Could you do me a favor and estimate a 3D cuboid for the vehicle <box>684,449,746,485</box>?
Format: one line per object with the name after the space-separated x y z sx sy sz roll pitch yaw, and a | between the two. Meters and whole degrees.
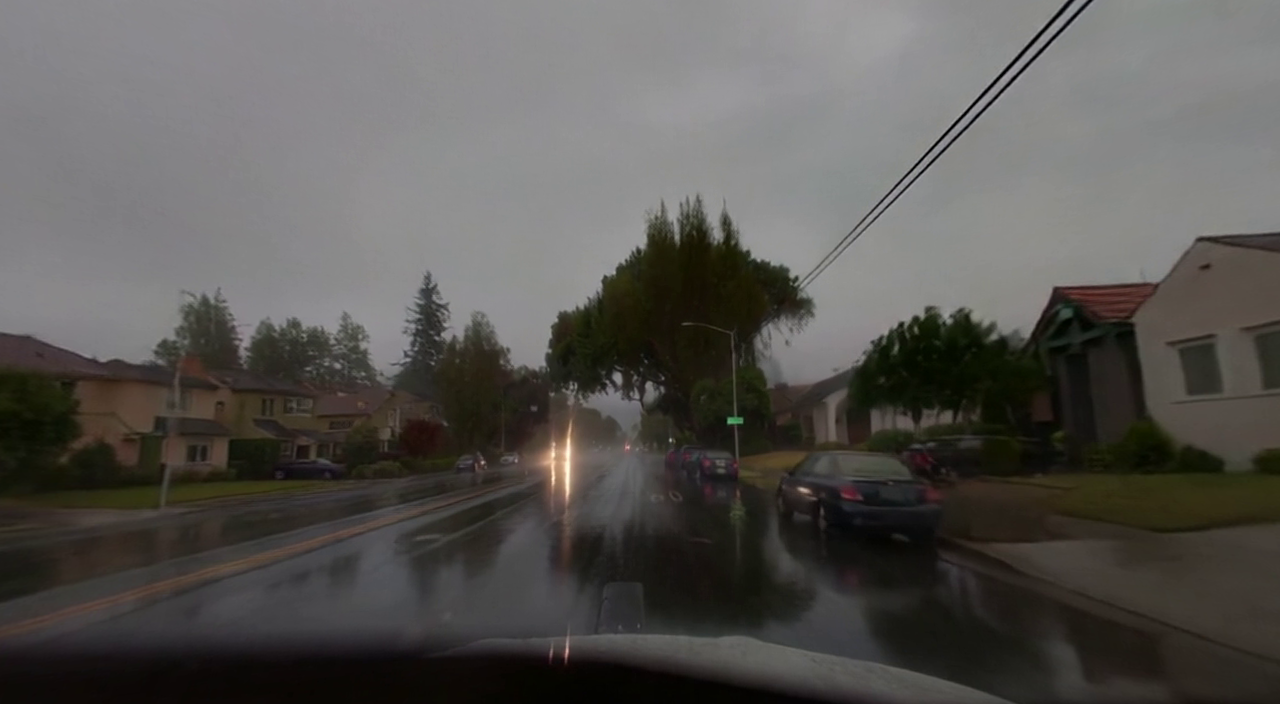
3.316 5.224 29.030 2.158 1.477 5.135 0 -9 0 | vehicle

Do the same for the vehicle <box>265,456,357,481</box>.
-21.306 7.576 41.083 4.870 1.529 2.004 0 -9 0 | vehicle

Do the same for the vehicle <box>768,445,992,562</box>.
3.527 2.289 10.375 2.009 1.468 4.414 0 -9 1 | vehicle
